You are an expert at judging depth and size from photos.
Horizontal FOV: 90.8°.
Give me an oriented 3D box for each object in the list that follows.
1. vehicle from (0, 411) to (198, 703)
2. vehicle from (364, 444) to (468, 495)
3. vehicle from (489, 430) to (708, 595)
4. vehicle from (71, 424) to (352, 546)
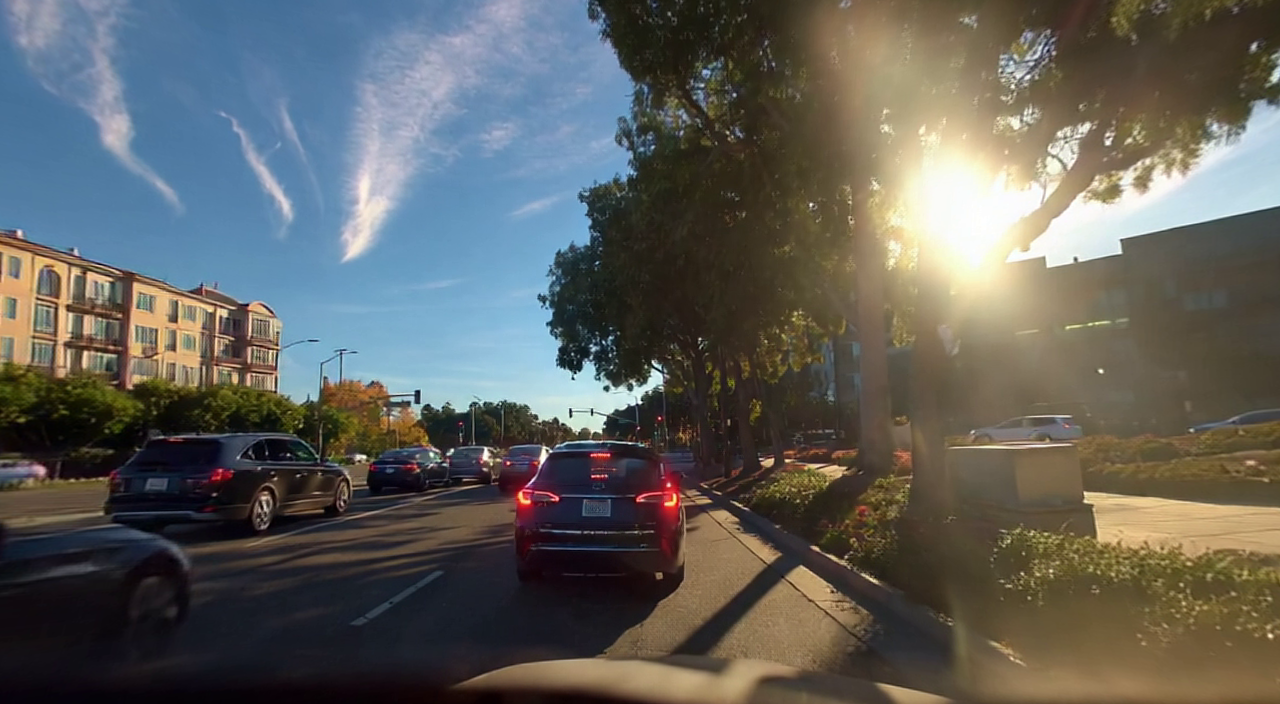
[{"bbox_3d":[-4.018,0.893,1.976,1.913,1.521,4.539,0,-9,1],"label":"vehicle"},{"bbox_3d":[-7.366,3.884,21.273,1.851,1.532,4.279,0,-9,1],"label":"vehicle"},{"bbox_3d":[-0.398,1.817,8.024,2.066,1.544,3.954,0,-9,0],"label":"vehicle"},{"bbox_3d":[-7.314,2.284,11.508,2.068,1.784,4.224,0,-9,1],"label":"vehicle"}]
